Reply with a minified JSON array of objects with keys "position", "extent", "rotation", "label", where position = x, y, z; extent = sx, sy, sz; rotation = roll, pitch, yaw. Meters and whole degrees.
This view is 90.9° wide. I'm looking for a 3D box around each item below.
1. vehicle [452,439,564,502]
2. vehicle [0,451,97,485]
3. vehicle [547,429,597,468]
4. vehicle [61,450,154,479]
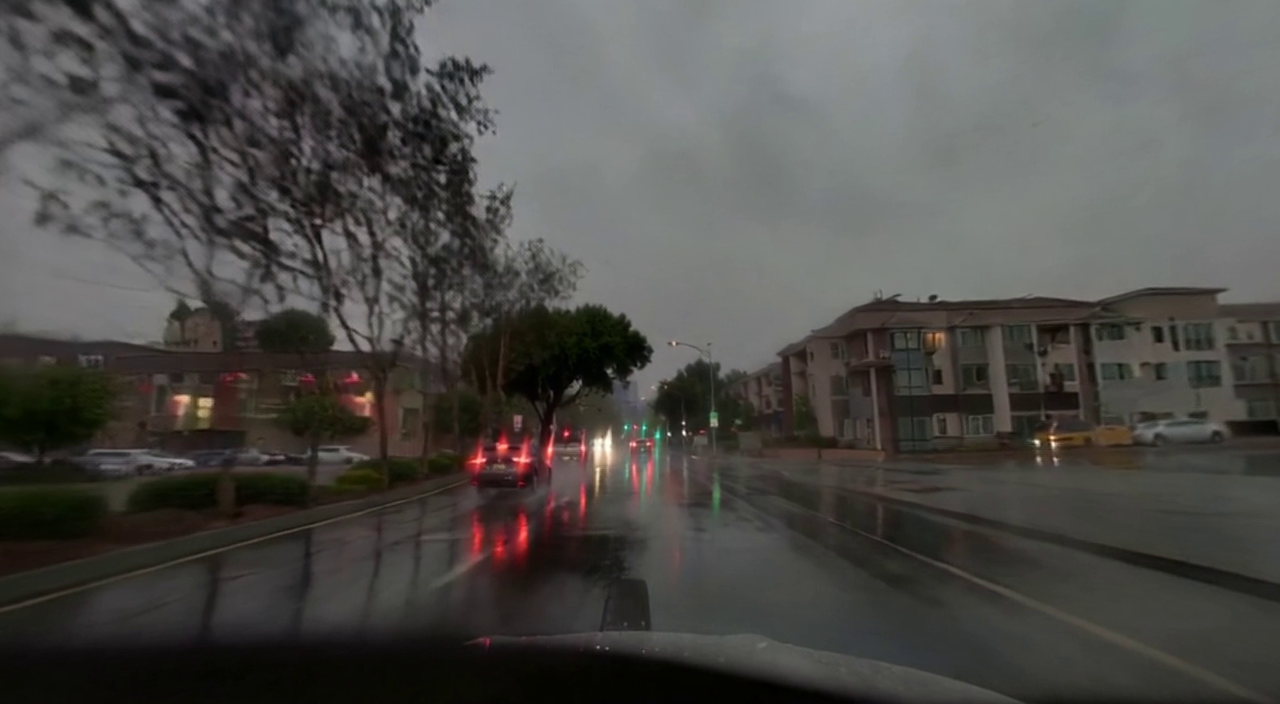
[{"position":[-3.261,3.027,16.508],"extent":[1.959,1.406,4.272],"rotation":[0,-9,0],"label":"vehicle"},{"position":[-37.044,7.075,38.637],"extent":[5.538,1.947,2.165],"rotation":[-1,-9,4],"label":"vehicle"},{"position":[-3.586,5.243,34.279],"extent":[2.152,1.987,4.527],"rotation":[0,-9,1],"label":"vehicle"},{"position":[-37.148,7.834,44.061],"extent":[4.402,1.868,2.071],"rotation":[0,-9,-4],"label":"vehicle"}]
